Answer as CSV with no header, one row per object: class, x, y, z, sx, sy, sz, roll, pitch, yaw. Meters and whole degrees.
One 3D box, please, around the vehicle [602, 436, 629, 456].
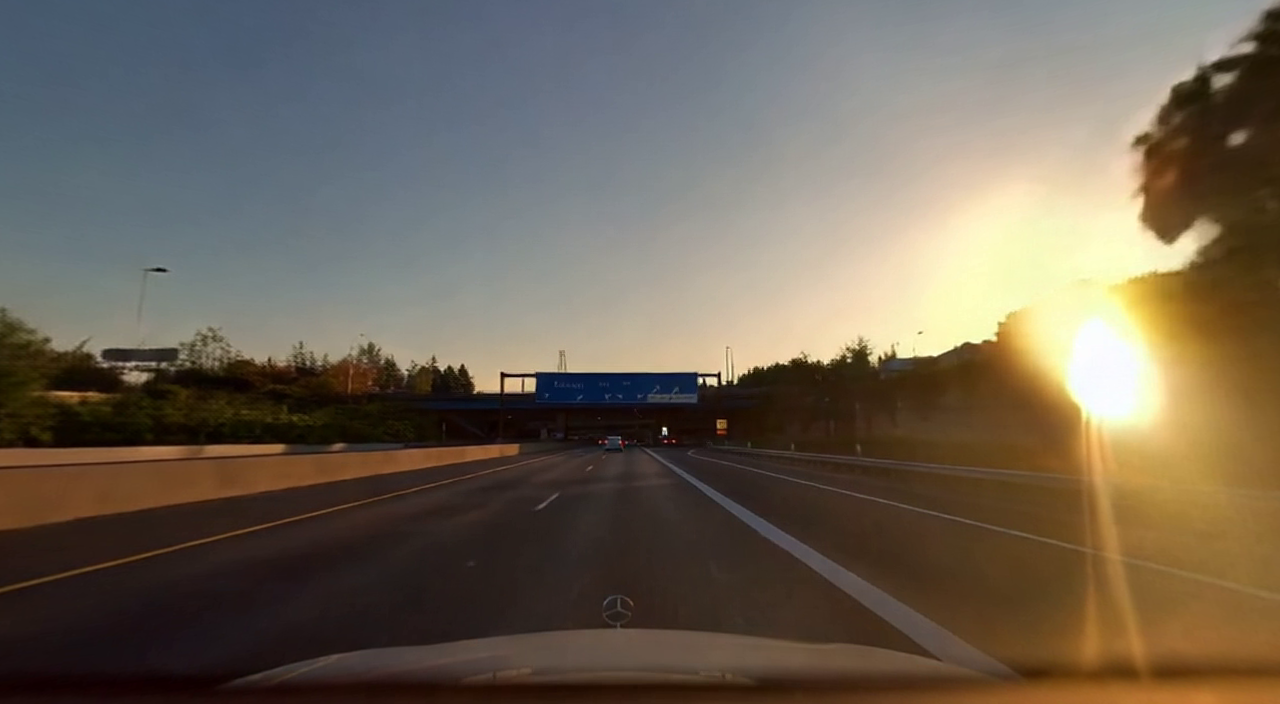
vehicle,-1.938,7.401,49.461,2.025,1.519,3.924,0,-8,-2
